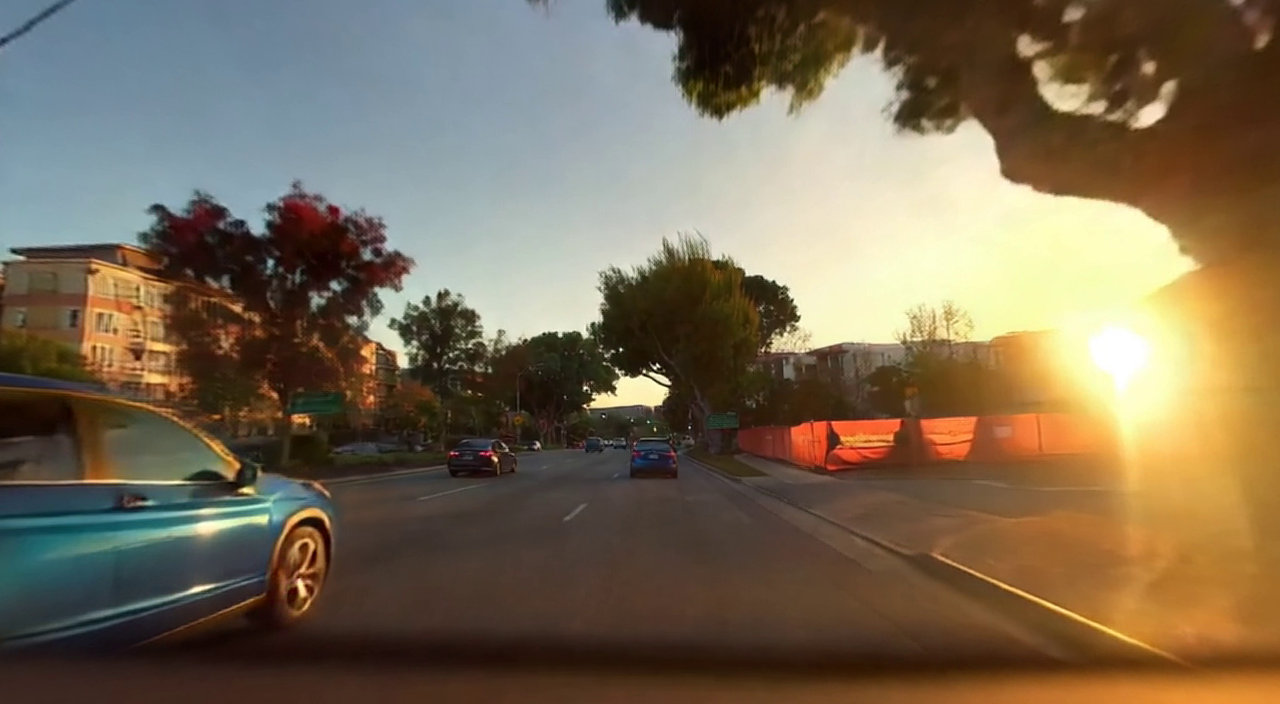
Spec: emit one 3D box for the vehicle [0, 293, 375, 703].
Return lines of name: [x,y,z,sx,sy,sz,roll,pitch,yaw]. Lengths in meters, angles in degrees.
vehicle: [-3.459,0.788,2.956,2.157,1.824,4.986,0,-8,1]

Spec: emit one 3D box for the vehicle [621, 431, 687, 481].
vehicle: [0.497,3.801,23.323,2.227,1.654,4.091,0,-8,1]

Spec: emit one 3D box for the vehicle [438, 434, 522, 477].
vehicle: [-5.911,3.880,23.853,1.877,1.479,4.430,0,-8,2]
